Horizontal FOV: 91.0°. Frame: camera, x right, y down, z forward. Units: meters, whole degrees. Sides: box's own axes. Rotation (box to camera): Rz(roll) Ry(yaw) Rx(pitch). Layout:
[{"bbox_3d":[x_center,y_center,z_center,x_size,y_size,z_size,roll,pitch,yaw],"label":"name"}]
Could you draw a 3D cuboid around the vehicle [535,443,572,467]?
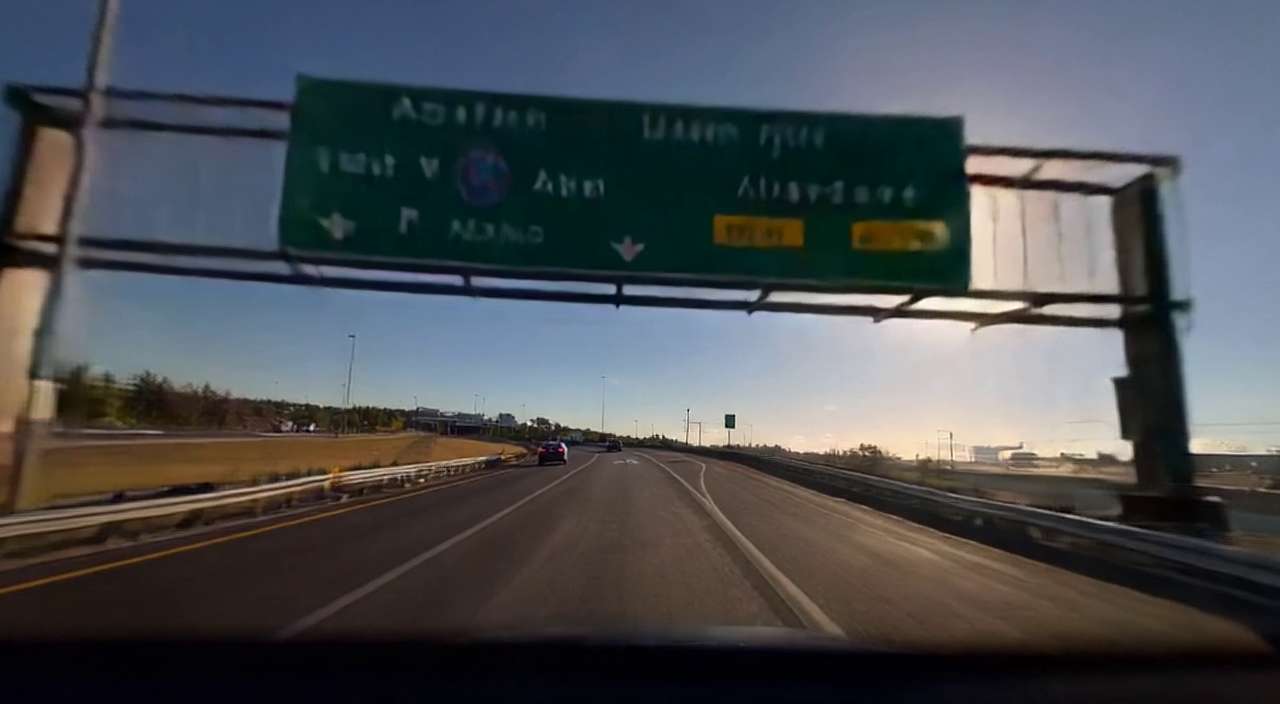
[{"bbox_3d":[-6.003,7.171,44.013,2.234,1.588,4.484,1,-8,-4],"label":"vehicle"}]
